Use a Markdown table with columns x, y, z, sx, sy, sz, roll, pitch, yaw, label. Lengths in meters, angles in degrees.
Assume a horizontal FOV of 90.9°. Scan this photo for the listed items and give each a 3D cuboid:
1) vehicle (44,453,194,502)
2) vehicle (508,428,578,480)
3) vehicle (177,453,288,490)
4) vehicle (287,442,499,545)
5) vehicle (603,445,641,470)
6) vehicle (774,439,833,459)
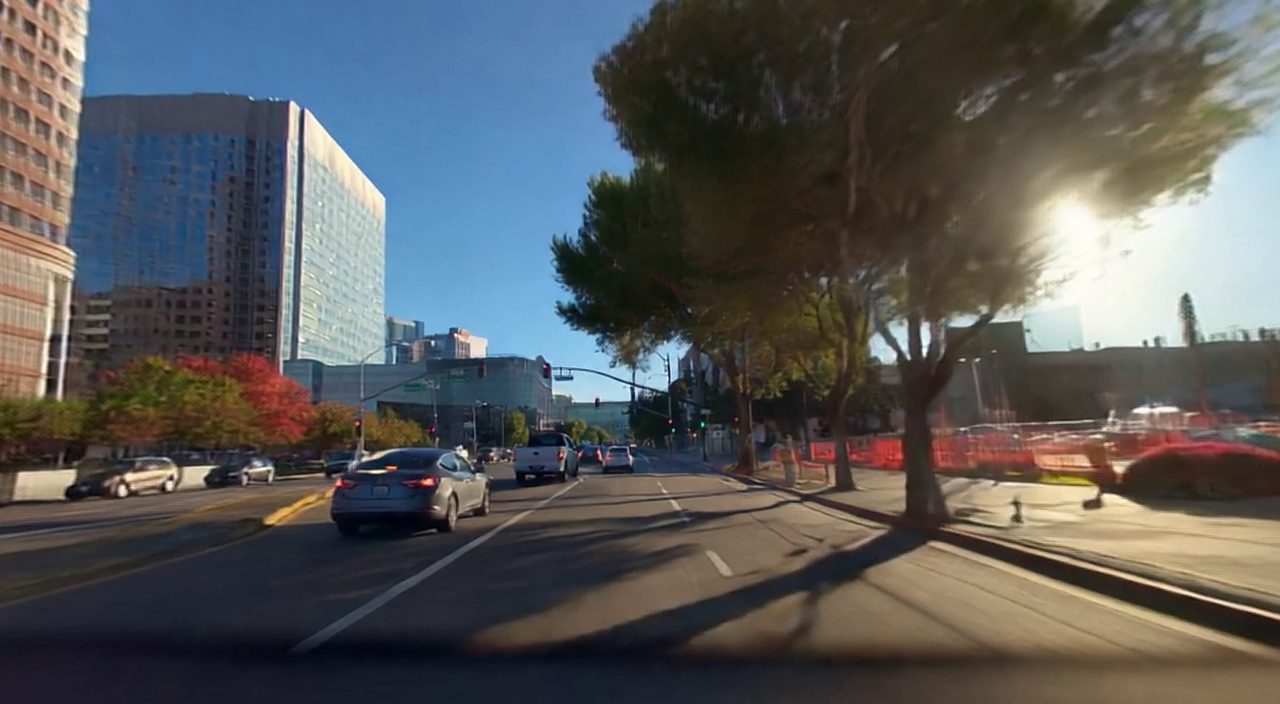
| x | y | z | sx | sy | sz | roll | pitch | yaw | label |
| --- | --- | --- | --- | --- | --- | --- | --- | --- | --- |
| -19.870 | 4.750 | 24.352 | 2.029 | 1.637 | 4.338 | 0 | -9 | 0 | vehicle |
| -4.071 | 4.401 | 27.369 | 2.240 | 2.054 | 4.662 | 0 | -9 | 1 | vehicle |
| -19.830 | 5.815 | 31.030 | 1.993 | 1.552 | 5.039 | -1 | -9 | 2 | vehicle |
| -3.954 | 2.324 | 11.102 | 1.959 | 1.406 | 4.527 | 0 | -9 | -1 | vehicle |
| -1.073 | 6.472 | 38.939 | 2.171 | 1.422 | 4.146 | 0 | -9 | -1 | vehicle |
| 12.730 | 7.580 | 49.175 | 4.061 | 1.465 | 1.803 | 2 | -9 | -19 | vehicle |
